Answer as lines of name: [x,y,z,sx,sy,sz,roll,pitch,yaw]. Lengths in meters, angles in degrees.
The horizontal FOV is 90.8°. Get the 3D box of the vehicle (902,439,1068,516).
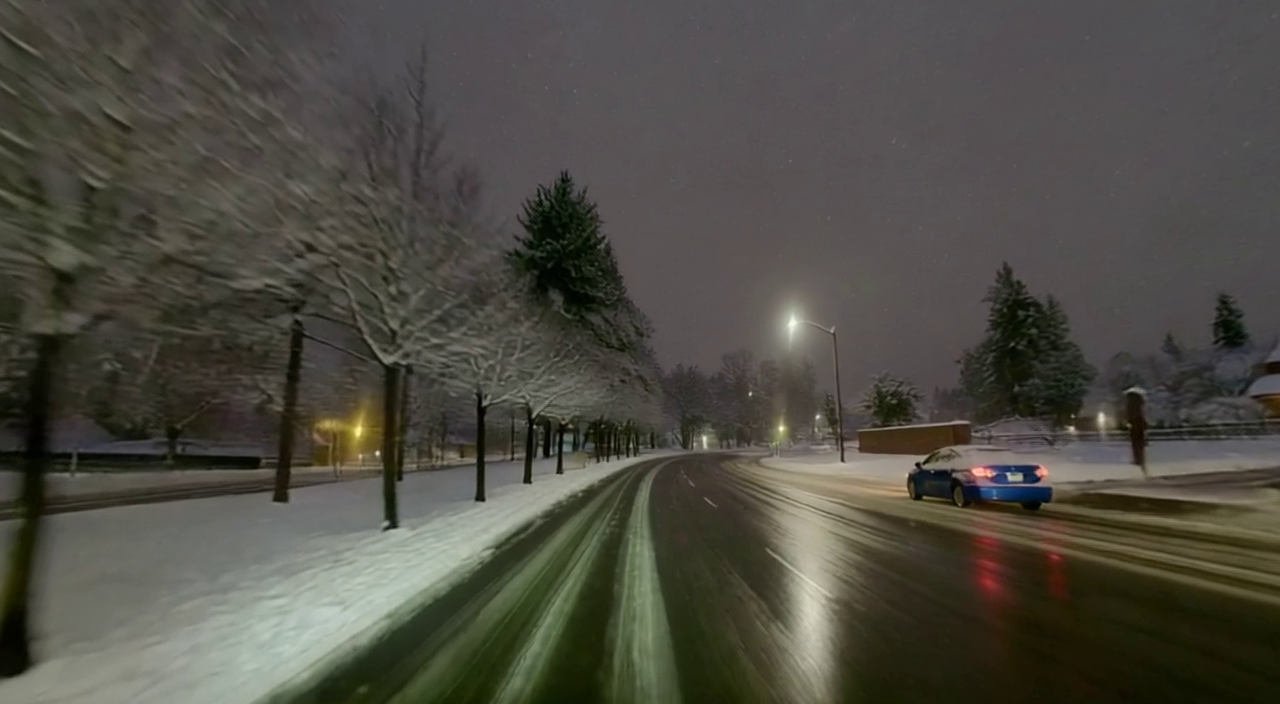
vehicle: [7.587,2.759,14.319,1.797,1.518,3.433,0,-9,1]
